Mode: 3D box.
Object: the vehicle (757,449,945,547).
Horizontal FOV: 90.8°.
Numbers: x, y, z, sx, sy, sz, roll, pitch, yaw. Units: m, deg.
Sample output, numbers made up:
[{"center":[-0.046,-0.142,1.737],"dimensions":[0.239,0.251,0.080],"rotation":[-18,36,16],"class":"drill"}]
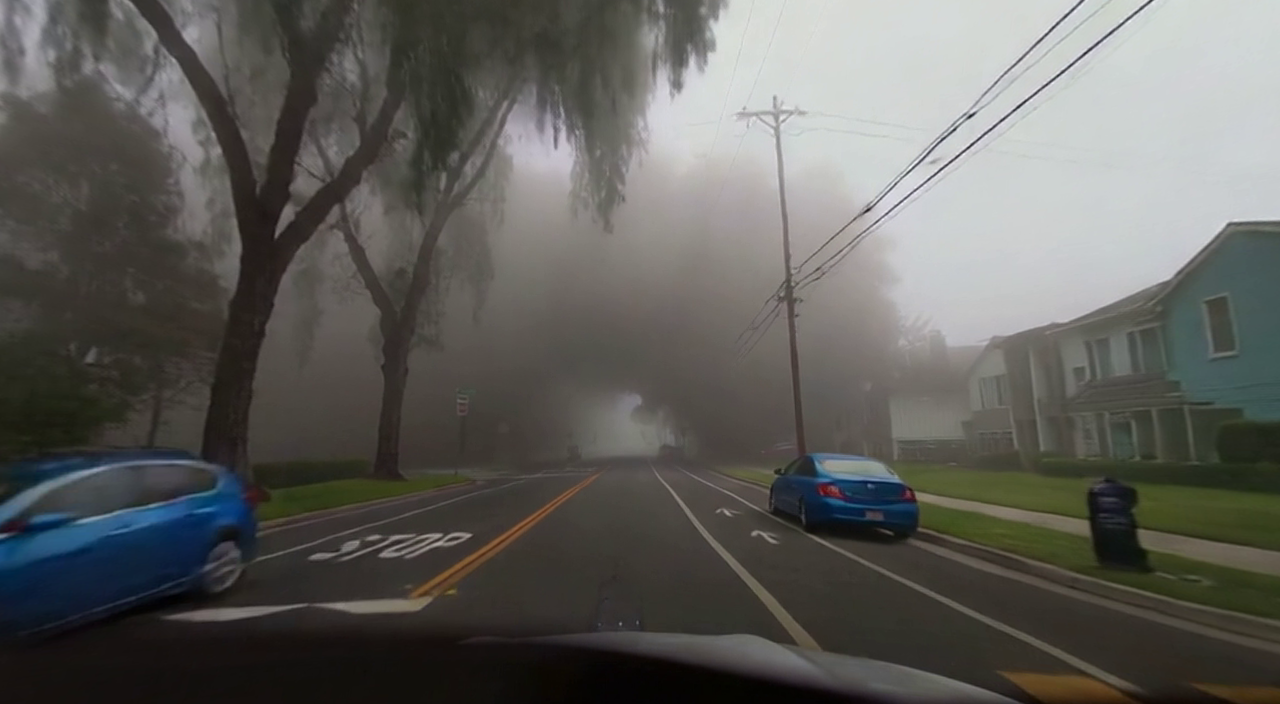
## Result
[{"center":[3.714,2.624,12.116],"dimensions":[1.961,1.472,4.434],"rotation":[0,-8,-1],"class":"vehicle"}]
